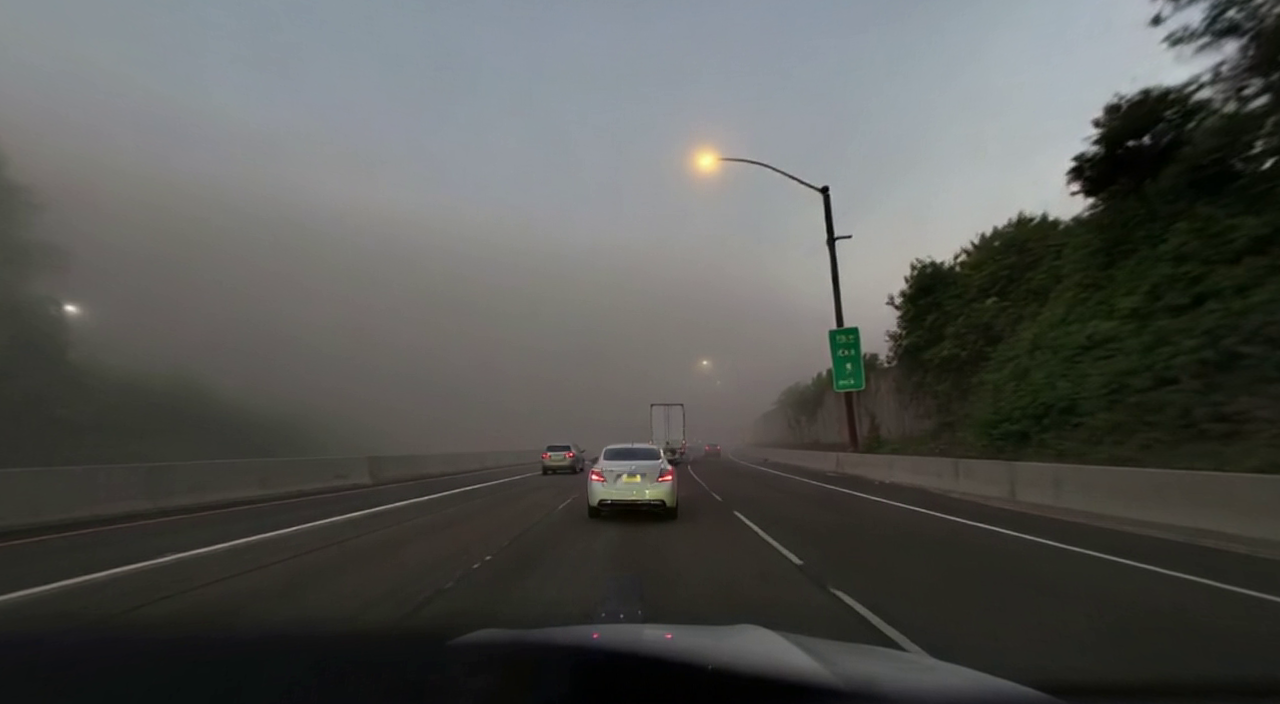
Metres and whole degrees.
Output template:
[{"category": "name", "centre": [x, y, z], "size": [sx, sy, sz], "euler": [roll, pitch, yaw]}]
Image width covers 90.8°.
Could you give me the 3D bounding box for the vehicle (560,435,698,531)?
[{"category": "vehicle", "centre": [-0.142, 2.342, 11.867], "size": [2.136, 1.470, 3.971], "euler": [-1, -9, 1]}]
